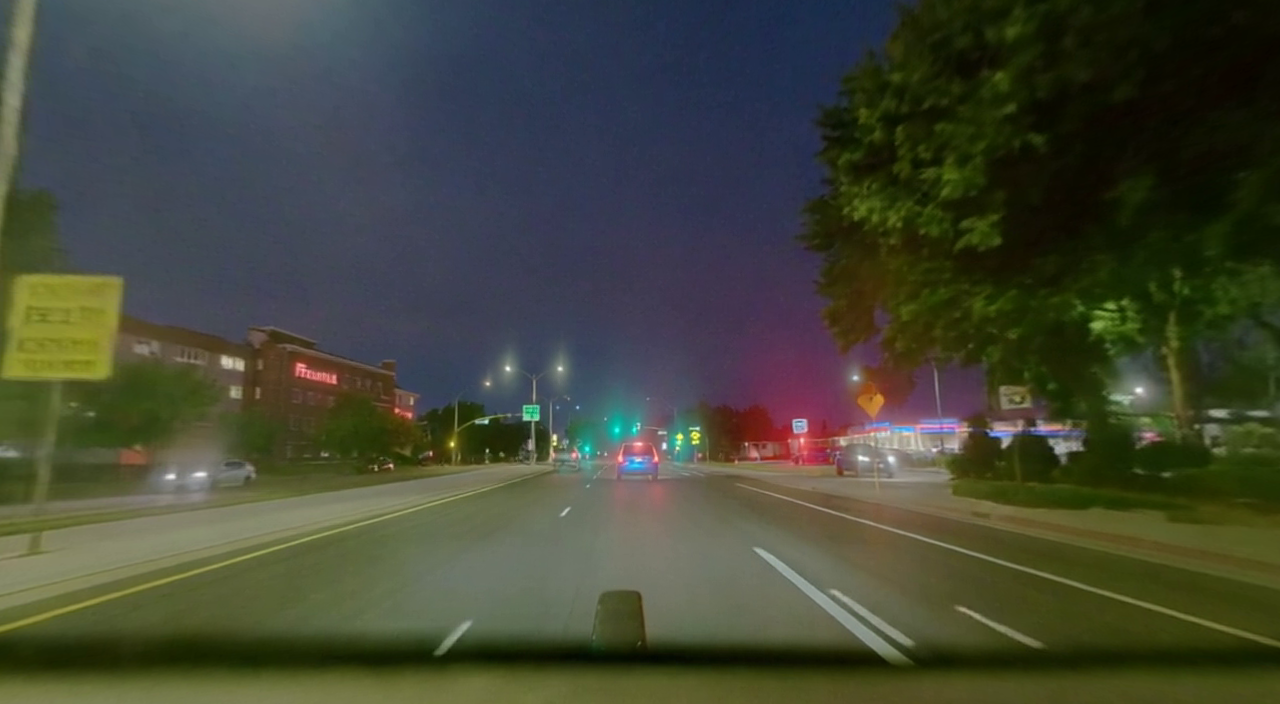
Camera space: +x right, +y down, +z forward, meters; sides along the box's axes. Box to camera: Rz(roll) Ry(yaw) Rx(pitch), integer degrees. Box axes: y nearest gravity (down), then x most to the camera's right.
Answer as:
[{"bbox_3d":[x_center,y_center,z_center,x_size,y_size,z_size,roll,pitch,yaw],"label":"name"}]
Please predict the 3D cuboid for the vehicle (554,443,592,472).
[{"bbox_3d":[-4.553,7.247,43.604,2.202,1.856,4.516,0,-9,-1],"label":"vehicle"}]

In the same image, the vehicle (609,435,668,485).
[{"bbox_3d":[-0.121,4.579,27.051,2.273,1.909,5.075,0,-9,-1],"label":"vehicle"}]

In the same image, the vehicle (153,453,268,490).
[{"bbox_3d":[-20.333,5.648,30.241,2.004,1.546,5.015,0,-9,-1],"label":"vehicle"}]

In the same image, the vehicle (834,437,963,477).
[{"bbox_3d":[12.871,5.259,31.762,5.506,1.850,2.156,0,-9,0],"label":"vehicle"}]
